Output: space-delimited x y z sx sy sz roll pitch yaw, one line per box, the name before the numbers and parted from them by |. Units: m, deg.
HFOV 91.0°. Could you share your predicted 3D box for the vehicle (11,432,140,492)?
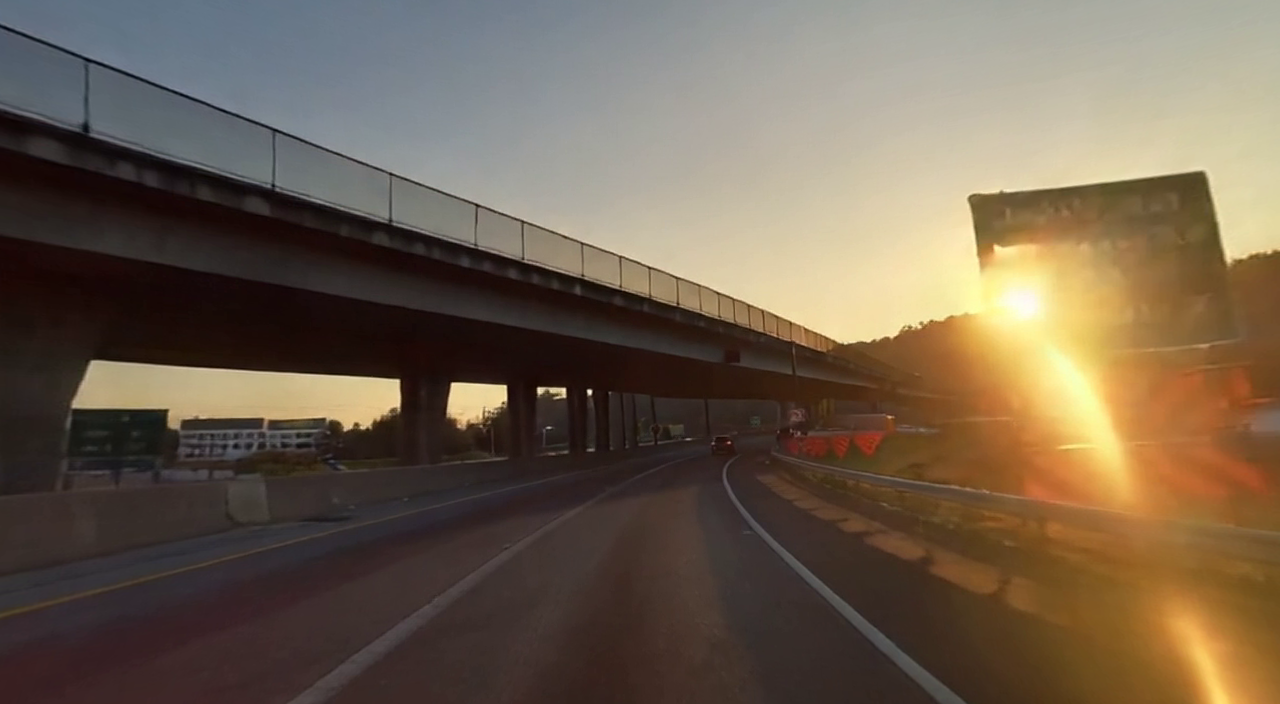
vehicle | -31.744 6.187 35.745 3.208 3.081 4.948 2 -9 -13
